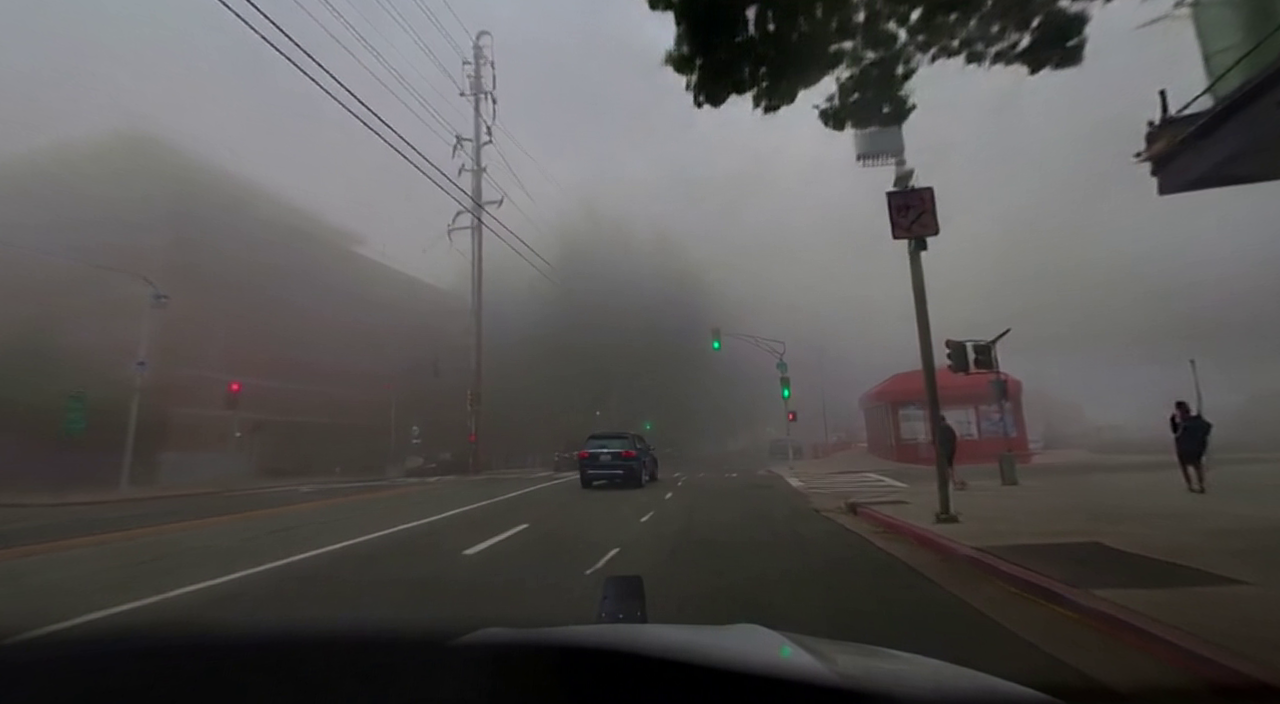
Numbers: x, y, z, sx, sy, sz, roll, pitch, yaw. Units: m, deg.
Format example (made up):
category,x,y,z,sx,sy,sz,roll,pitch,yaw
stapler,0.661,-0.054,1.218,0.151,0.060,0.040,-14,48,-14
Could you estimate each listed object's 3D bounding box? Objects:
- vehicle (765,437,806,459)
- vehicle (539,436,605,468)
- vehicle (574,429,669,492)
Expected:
category,x,y,z,sx,sy,sz,roll,pitch,yaw
vehicle,10.246,6.705,44.258,2.006,1.470,4.099,-4,-9,25
vehicle,-3.788,5.678,36.064,2.017,1.684,4.483,-3,-9,19
vehicle,-0.423,3.311,19.632,2.101,1.721,4.364,-1,-9,10
